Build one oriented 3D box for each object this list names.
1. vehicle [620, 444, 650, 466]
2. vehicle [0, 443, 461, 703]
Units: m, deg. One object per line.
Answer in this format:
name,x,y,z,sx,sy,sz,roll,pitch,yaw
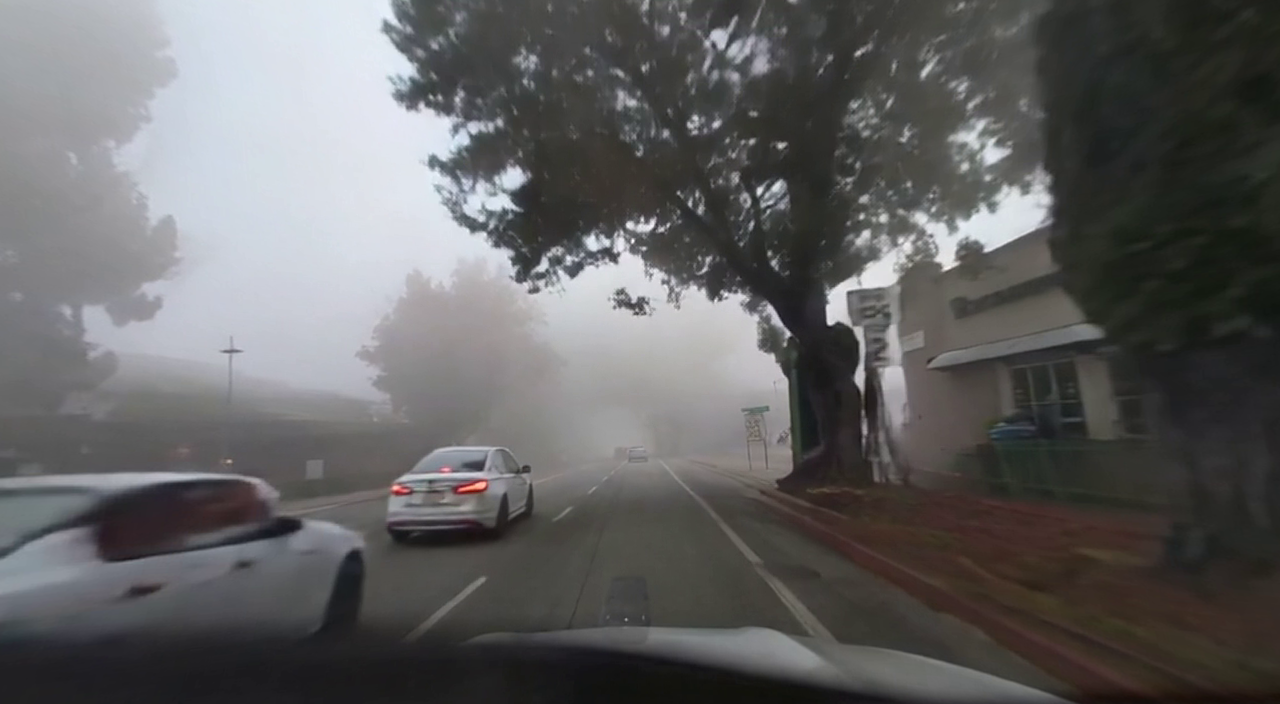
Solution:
vehicle,-0.394,7.350,45.262,2.020,1.478,3.922,1,-8,-2
vehicle,-2.788,1.235,3.537,2.099,1.424,4.609,0,-8,1
